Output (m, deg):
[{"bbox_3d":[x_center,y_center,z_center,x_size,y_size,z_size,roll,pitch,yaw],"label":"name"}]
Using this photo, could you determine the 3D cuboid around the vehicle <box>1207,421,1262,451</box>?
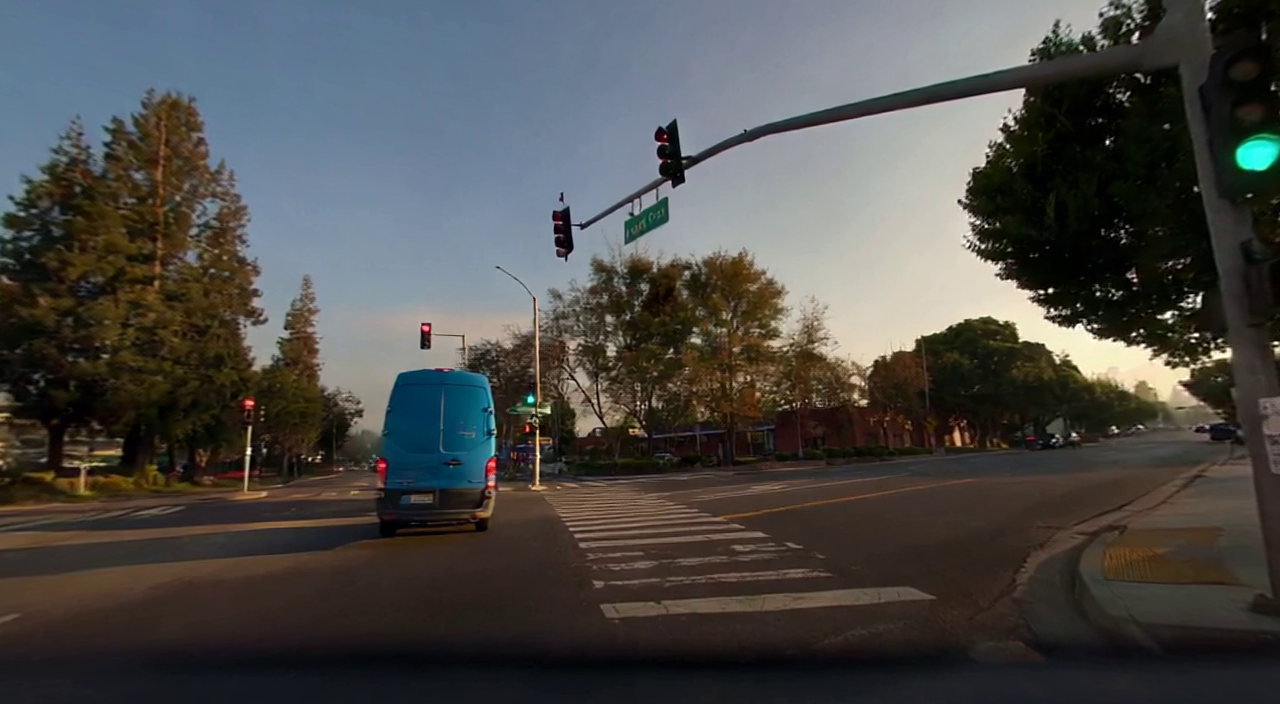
[{"bbox_3d":[40.731,5.785,43.218,5.049,1.896,2.194,8,-12,-42],"label":"vehicle"}]
